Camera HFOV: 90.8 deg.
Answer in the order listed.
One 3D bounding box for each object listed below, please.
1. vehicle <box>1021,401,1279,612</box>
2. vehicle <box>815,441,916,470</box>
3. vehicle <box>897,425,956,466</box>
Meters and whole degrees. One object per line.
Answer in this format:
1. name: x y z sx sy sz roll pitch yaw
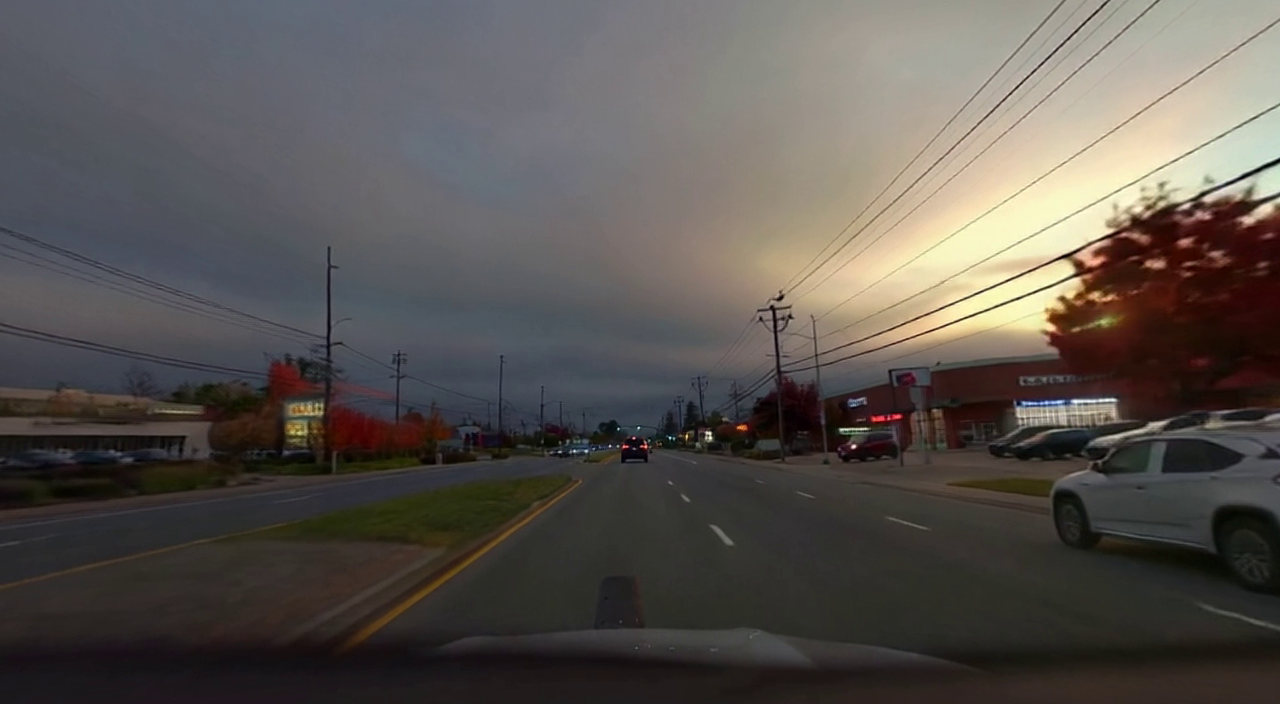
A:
1. vehicle: 6.206 1.427 6.280 1.995 1.705 4.434 0 -9 -1
2. vehicle: 14.534 6.646 40.826 5.733 1.610 2.253 0 -8 -11
3. vehicle: 19.133 6.220 42.198 2.918 2.614 1.930 3 -9 -18
